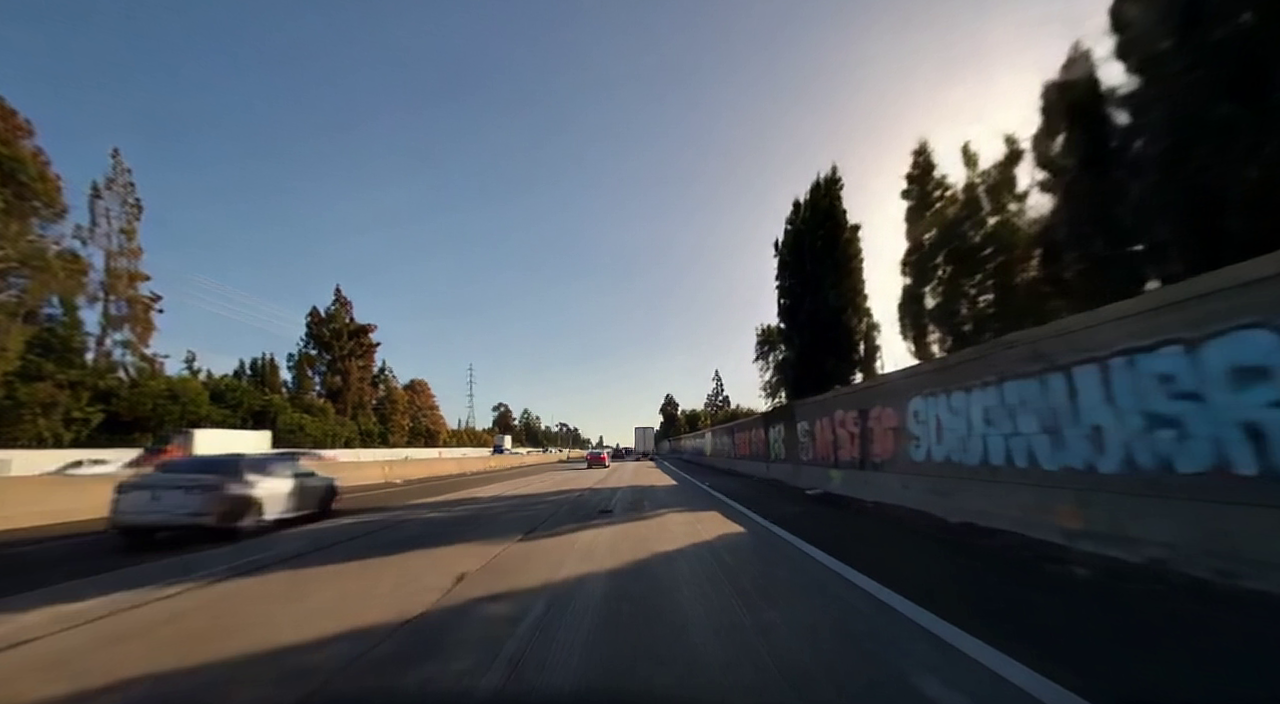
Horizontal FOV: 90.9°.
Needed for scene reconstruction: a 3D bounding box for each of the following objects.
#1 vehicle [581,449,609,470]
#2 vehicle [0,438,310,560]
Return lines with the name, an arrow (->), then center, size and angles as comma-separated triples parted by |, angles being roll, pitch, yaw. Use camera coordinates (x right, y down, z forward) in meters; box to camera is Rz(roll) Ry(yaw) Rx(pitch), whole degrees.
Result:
vehicle -> -3.330, 8.137, 47.767 | 1.803, 1.466, 4.509 | 0, -9, 0
vehicle -> -6.613, 2.000, 9.095 | 2.027, 1.431, 3.033 | 0, -9, 0
